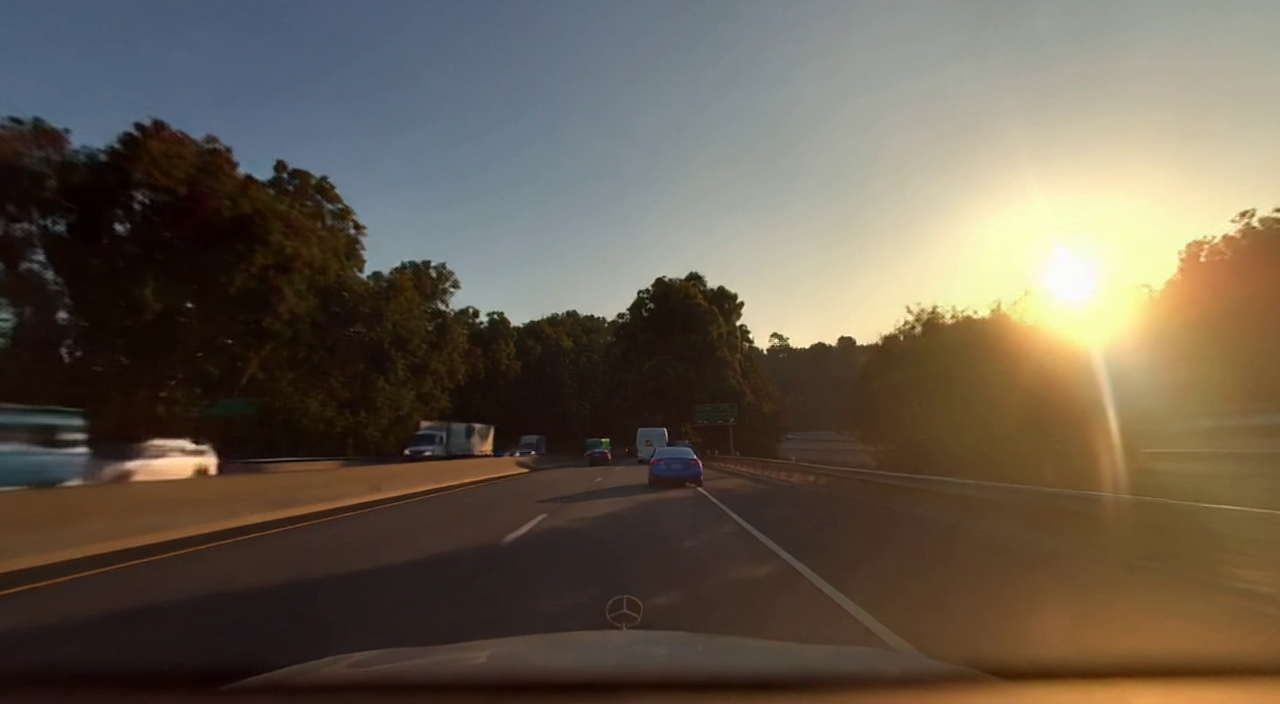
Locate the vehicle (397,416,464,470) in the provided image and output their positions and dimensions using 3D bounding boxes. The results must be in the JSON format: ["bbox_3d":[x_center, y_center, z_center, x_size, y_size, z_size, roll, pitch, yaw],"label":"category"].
[{"bbox_3d":[-16.357,7.216,49.612,2.956,3.936,6.173,0,-9,1],"label":"vehicle"}]

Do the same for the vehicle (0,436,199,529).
[{"bbox_3d":[-12.509,2.806,14.123,2.072,1.742,4.275,0,-9,1],"label":"vehicle"}]

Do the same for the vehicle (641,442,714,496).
[{"bbox_3d":[1.050,3.556,19.482,2.012,1.485,3.649,0,-9,0],"label":"vehicle"}]
